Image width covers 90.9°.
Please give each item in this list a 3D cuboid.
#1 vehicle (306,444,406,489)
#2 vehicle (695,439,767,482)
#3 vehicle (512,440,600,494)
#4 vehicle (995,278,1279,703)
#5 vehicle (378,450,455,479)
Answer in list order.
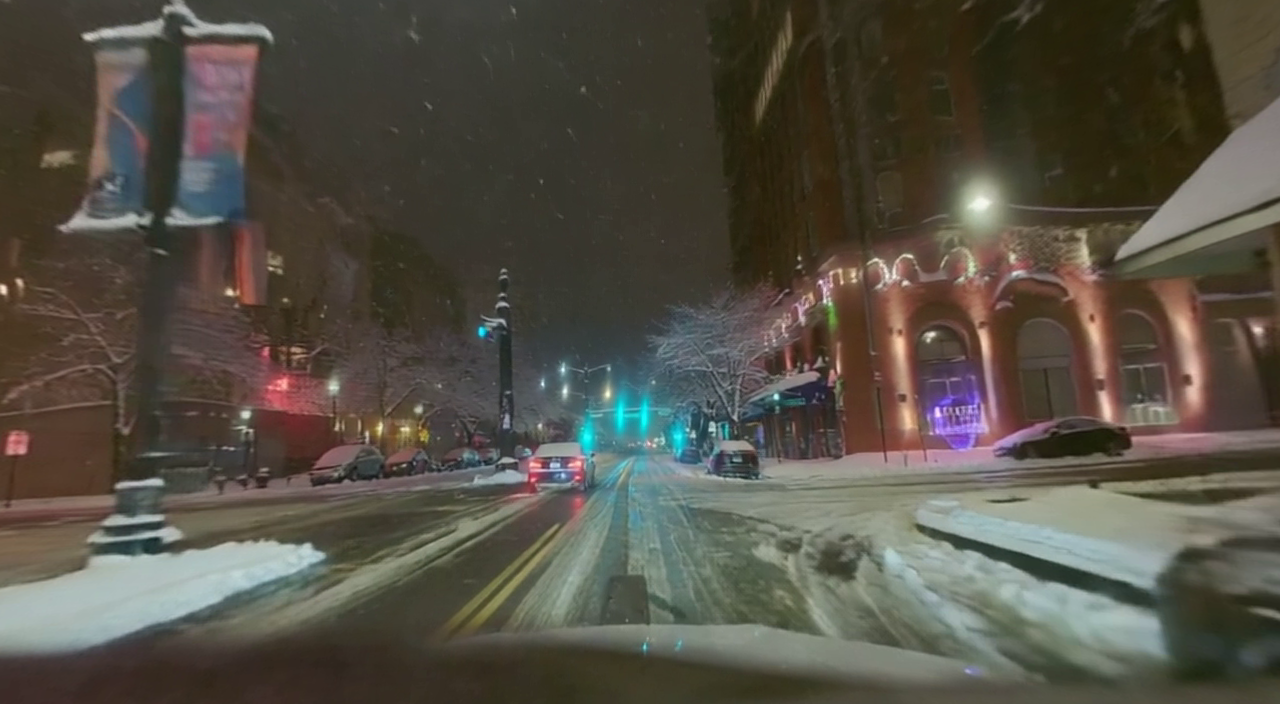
[{"bbox_3d":[-12.316,4.850,27.199,4.737,1.741,2.092,-8,-11,41],"label":"vehicle"},{"bbox_3d":[3.346,4.100,24.137,1.950,1.462,4.807,0,-8,-1],"label":"vehicle"},{"bbox_3d":[-2.421,3.444,19.350,2.030,1.436,4.388,0,-8,1],"label":"vehicle"},{"bbox_3d":[3.125,0.488,0.723,2.286,1.777,5.366,0,-8,0],"label":"vehicle"},{"bbox_3d":[-12.381,6.143,34.802,4.305,1.463,2.020,-7,-11,39],"label":"vehicle"}]
